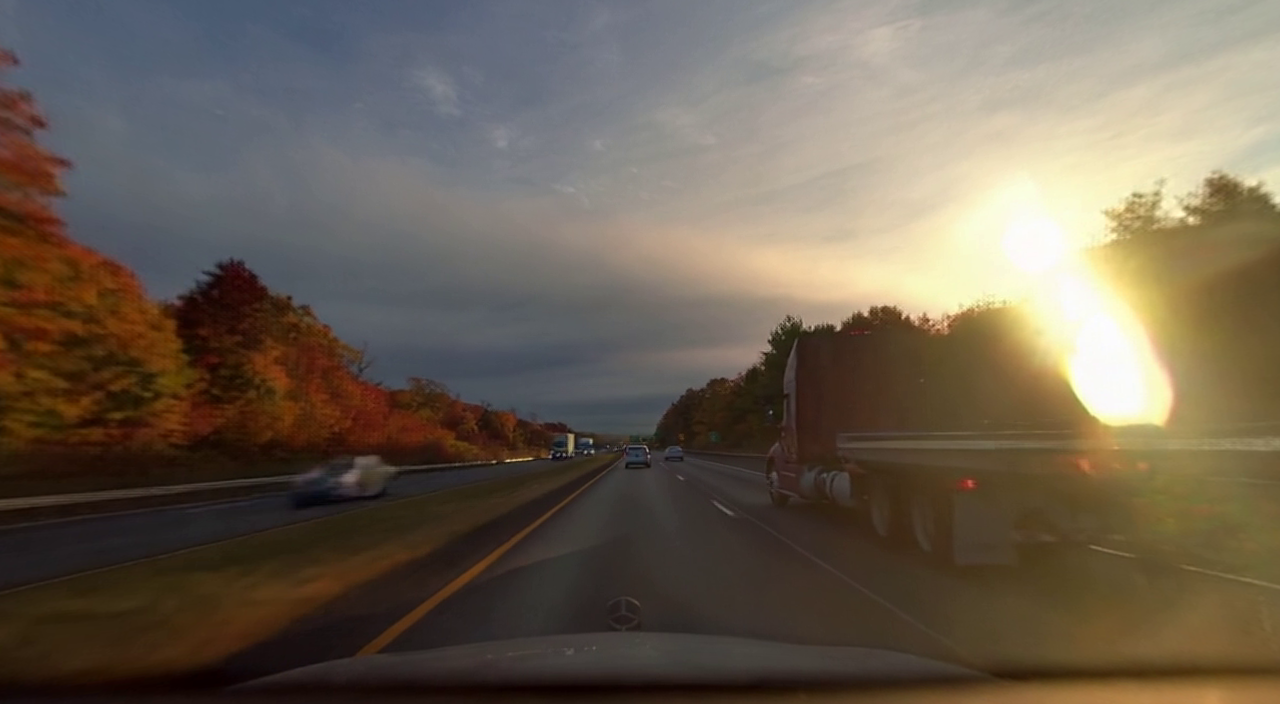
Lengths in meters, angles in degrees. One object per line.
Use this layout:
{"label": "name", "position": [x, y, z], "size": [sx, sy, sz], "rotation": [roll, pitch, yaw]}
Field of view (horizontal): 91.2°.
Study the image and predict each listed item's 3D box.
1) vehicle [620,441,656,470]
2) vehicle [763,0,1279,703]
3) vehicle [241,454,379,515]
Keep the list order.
{"label": "vehicle", "position": [-0.169, 6.526, 39.537], "size": [2.151, 1.693, 4.201], "rotation": [0, -9, -1]}
{"label": "vehicle", "position": [4.276, 0.223, 6.564], "size": [3.068, 4.042, 13.787], "rotation": [0, -9, 0]}
{"label": "vehicle", "position": [-9.438, 3.796, 18.368], "size": [1.841, 1.503, 3.978], "rotation": [-1, -9, 0]}
